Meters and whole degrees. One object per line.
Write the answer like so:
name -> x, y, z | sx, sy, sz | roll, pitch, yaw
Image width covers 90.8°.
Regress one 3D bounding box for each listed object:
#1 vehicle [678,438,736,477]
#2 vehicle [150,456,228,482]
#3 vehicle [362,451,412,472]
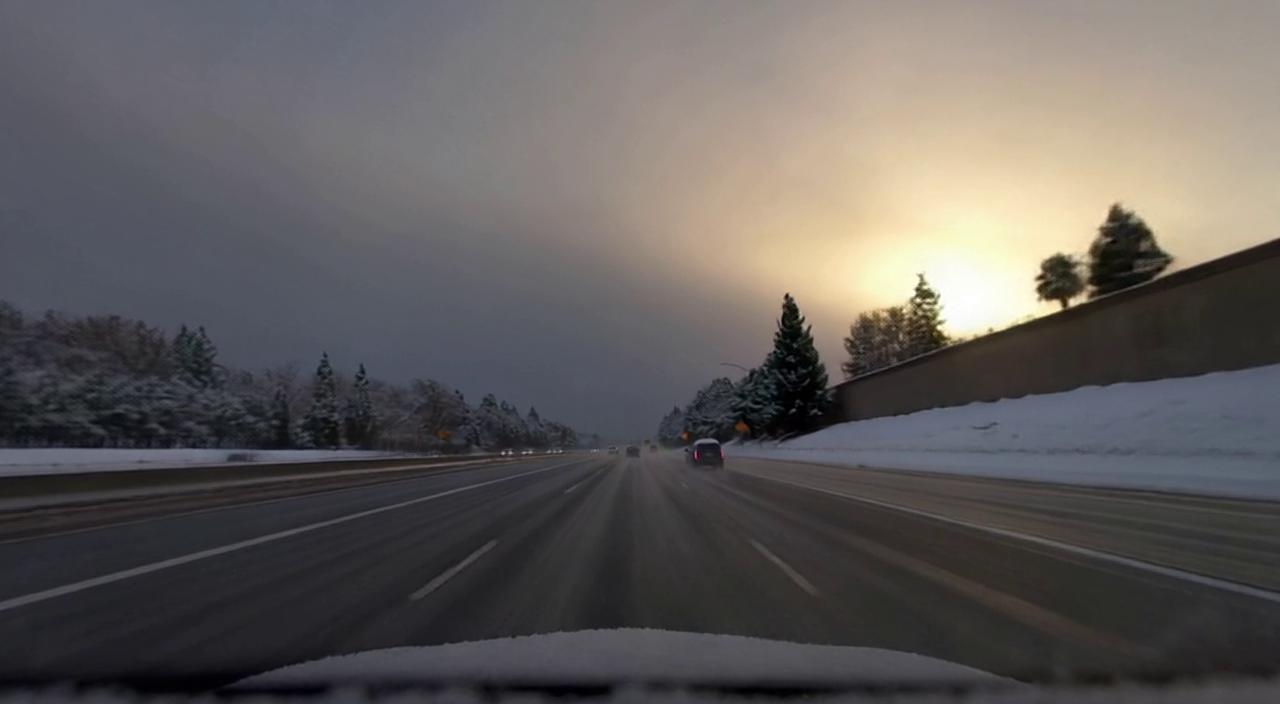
vehicle -> 3.041, 4.926, 29.717 | 2.130, 1.677, 4.317 | 0, -9, -2
vehicle -> -31.152, 8.067, 43.810 | 1.980, 1.648, 4.724 | 0, -9, -1
vehicle -> -19.795, 8.594, 49.650 | 1.954, 1.499, 4.820 | 0, -9, 0
